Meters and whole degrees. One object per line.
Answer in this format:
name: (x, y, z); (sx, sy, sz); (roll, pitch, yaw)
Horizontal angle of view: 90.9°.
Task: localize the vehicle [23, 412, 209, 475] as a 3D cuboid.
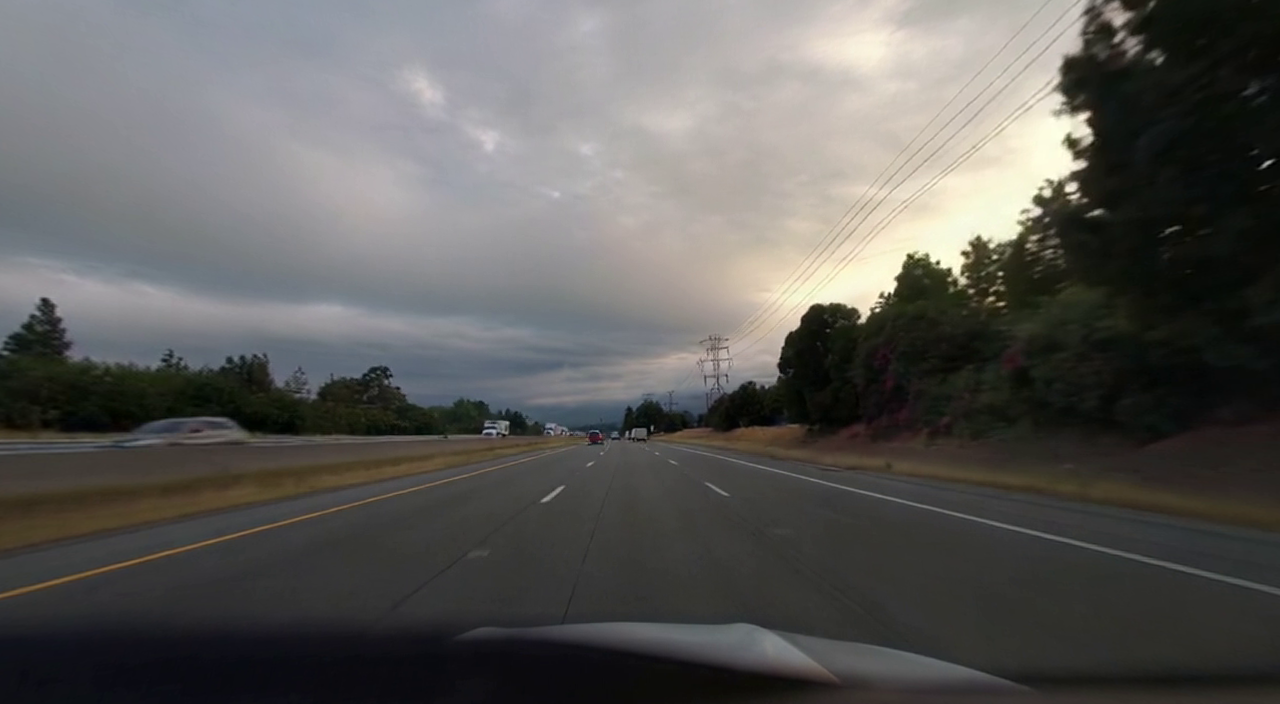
vehicle: (-12.728, 2.240, 15.610); (1.657, 1.367, 3.463); (0, -8, -2)
